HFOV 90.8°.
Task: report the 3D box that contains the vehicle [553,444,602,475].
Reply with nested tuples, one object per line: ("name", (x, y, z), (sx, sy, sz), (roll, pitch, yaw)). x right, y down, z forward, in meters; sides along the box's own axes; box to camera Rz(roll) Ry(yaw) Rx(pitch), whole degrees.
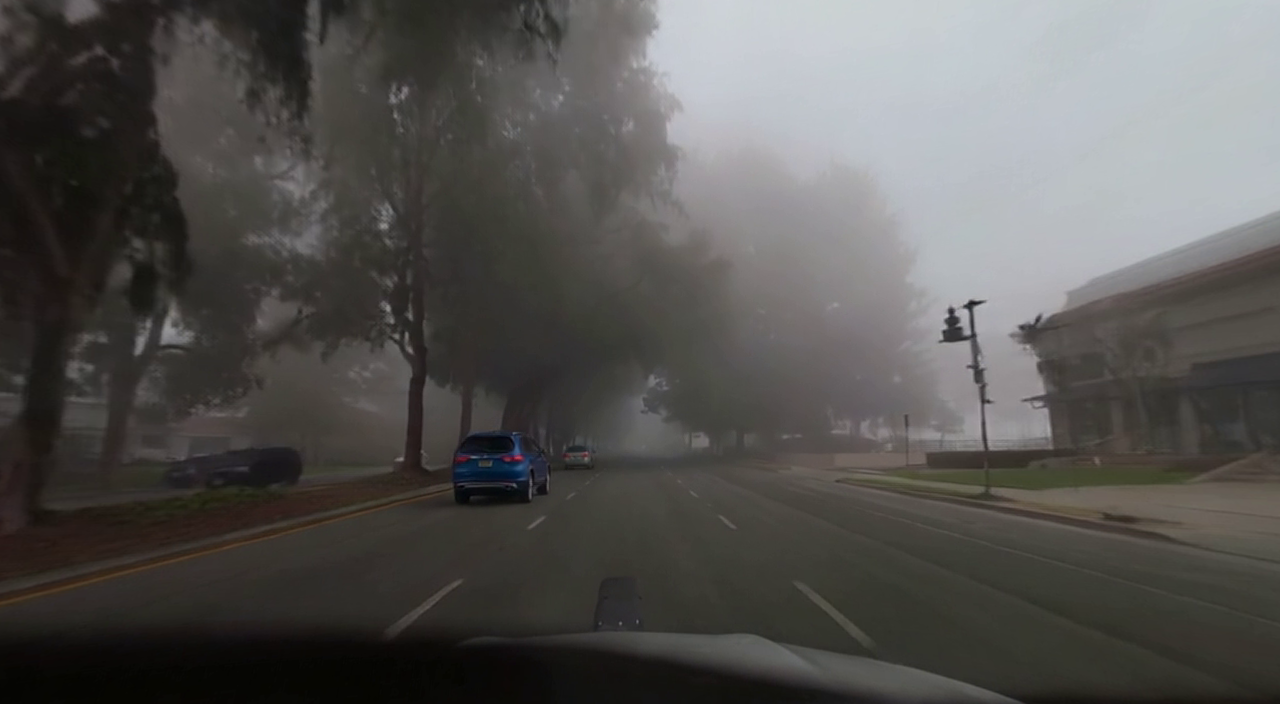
("vehicle", (-3.149, 5.530, 32.783), (2.069, 1.470, 4.601), (0, -9, 0))

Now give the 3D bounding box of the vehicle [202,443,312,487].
("vehicle", (-16.362, 4.819, 27.317), (1.963, 1.712, 4.436), (0, -9, 0))

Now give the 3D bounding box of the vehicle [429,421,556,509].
("vehicle", (-3.354, 2.683, 15.372), (2.042, 1.817, 4.364), (0, -9, -1))
